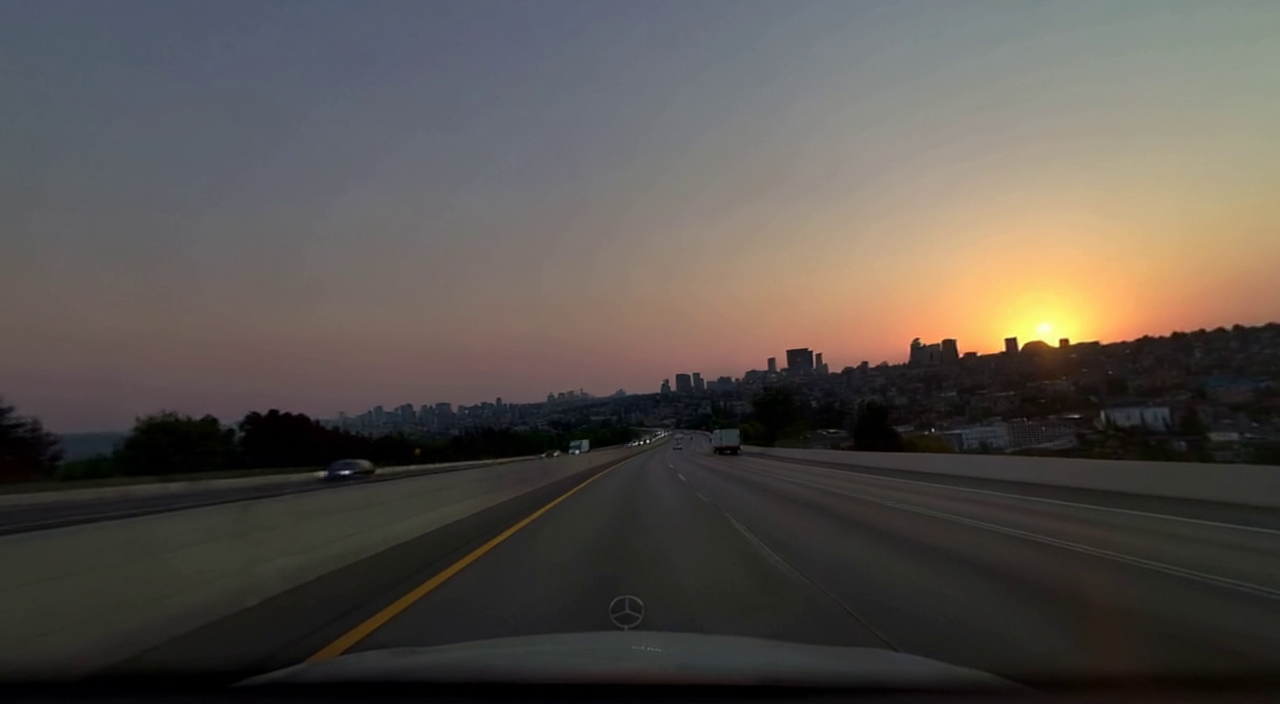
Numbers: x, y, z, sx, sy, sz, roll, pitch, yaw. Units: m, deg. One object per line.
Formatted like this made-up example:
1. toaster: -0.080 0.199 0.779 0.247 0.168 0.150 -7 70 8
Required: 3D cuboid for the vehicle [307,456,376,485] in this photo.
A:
1. vehicle: -16.889 6.717 35.707 1.877 1.480 4.009 0 -9 1
